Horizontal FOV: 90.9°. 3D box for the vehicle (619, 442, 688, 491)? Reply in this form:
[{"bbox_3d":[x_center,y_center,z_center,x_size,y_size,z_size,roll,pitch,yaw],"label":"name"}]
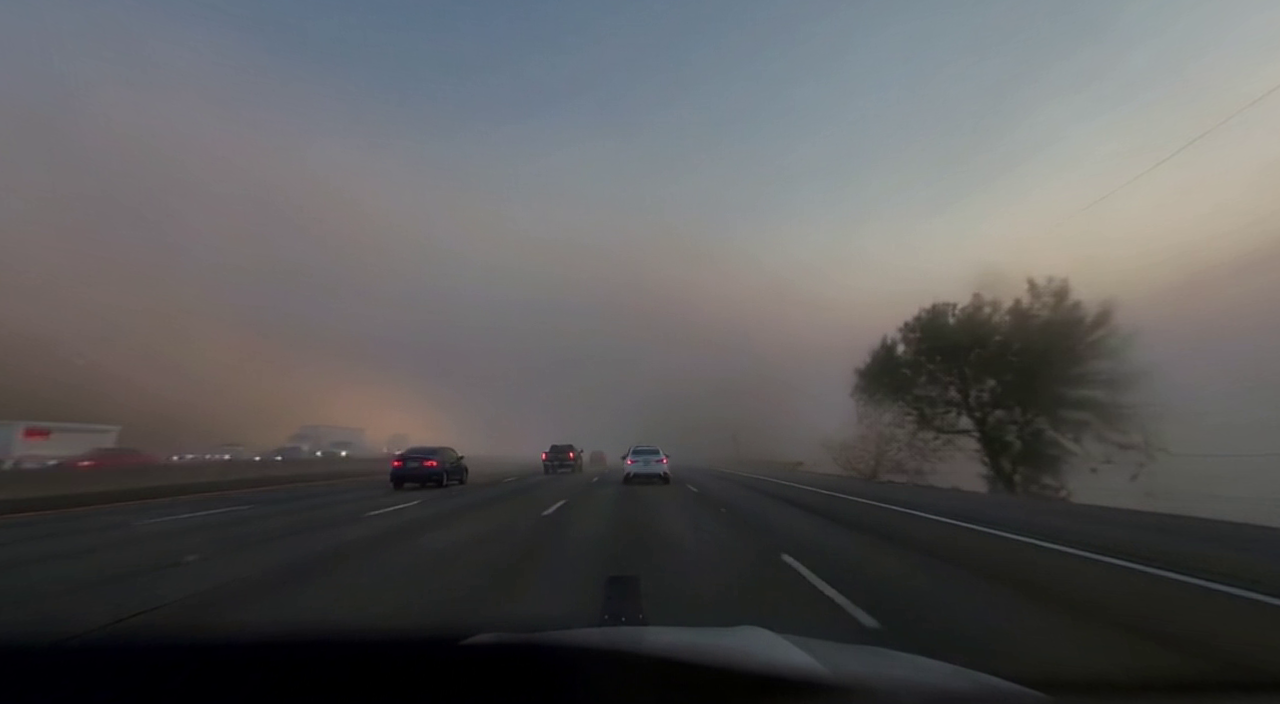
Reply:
[{"bbox_3d":[0.364,3.800,21.337,2.082,1.482,4.126,0,-8,-1],"label":"vehicle"}]

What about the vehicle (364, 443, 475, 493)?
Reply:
[{"bbox_3d":[-7.174,3.791,21.133,1.974,1.464,4.733,0,-8,0],"label":"vehicle"}]

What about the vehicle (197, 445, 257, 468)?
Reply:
[{"bbox_3d":[-30.213,7.599,46.246,1.822,1.595,4.076,1,-8,-4],"label":"vehicle"}]

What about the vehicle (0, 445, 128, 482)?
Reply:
[{"bbox_3d":[-25.230,4.871,27.821,1.868,1.480,4.180,0,-8,-3],"label":"vehicle"}]

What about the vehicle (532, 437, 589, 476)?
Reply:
[{"bbox_3d":[-3.818,5.134,31.164,2.289,1.777,4.534,0,-8,-1],"label":"vehicle"}]
